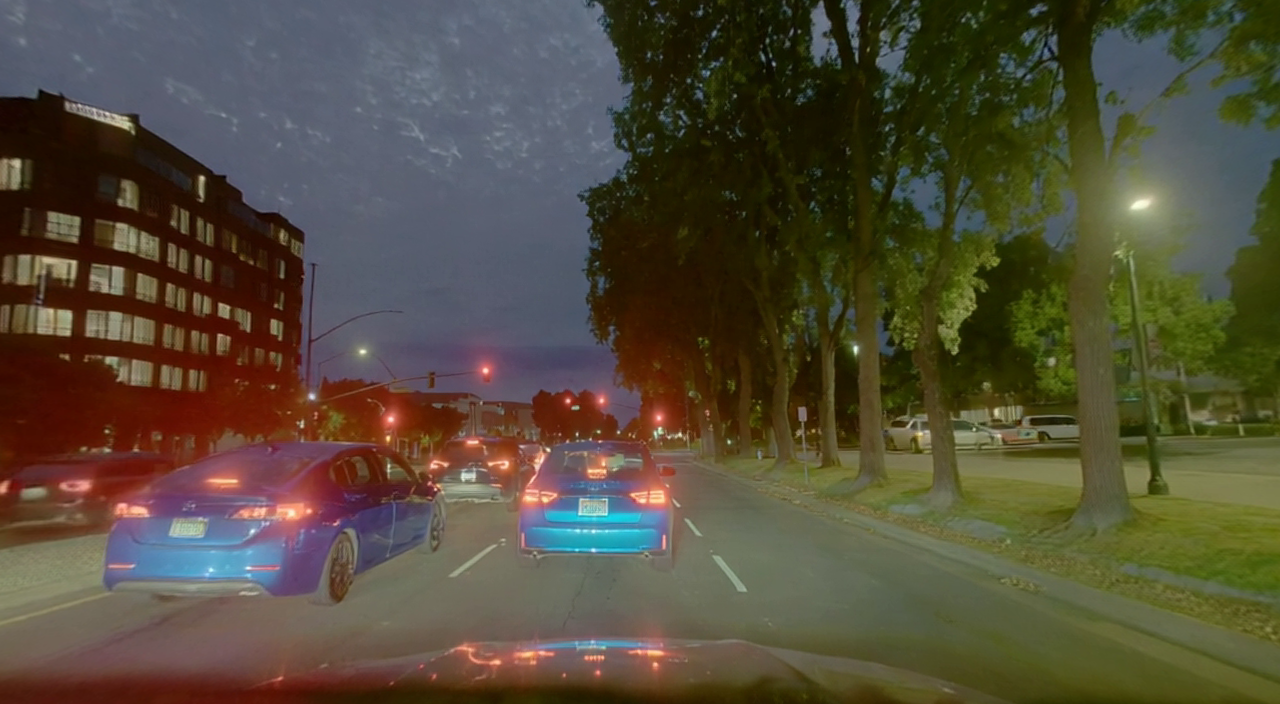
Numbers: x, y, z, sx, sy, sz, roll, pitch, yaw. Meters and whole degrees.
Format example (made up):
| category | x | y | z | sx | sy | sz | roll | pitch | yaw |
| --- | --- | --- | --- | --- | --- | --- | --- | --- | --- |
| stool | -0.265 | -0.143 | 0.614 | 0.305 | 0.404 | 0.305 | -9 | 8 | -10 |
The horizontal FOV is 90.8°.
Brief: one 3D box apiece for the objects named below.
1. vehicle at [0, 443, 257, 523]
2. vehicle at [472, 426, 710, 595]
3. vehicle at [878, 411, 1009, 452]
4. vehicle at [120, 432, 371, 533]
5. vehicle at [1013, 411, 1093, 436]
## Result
| category | x | y | z | sx | sy | sz | roll | pitch | yaw |
| --- | --- | --- | --- | --- | --- | --- | --- | --- | --- |
| vehicle | -10.871 | 2.770 | 13.959 | 2.039 | 1.447 | 4.496 | 0 | -9 | -1 |
| vehicle | -0.420 | 1.711 | 7.630 | 2.104 | 1.472 | 3.946 | 0 | -9 | 0 |
| vehicle | 13.932 | 3.705 | 29.227 | 4.975 | 1.809 | 1.956 | 0 | -9 | 1 |
| vehicle | -7.273 | 2.430 | 12.353 | 2.096 | 1.593 | 4.288 | 0 | -9 | 1 |
| vehicle | 30.257 | 5.264 | 46.436 | 4.627 | 1.671 | 1.929 | -5 | -10 | 28 |
